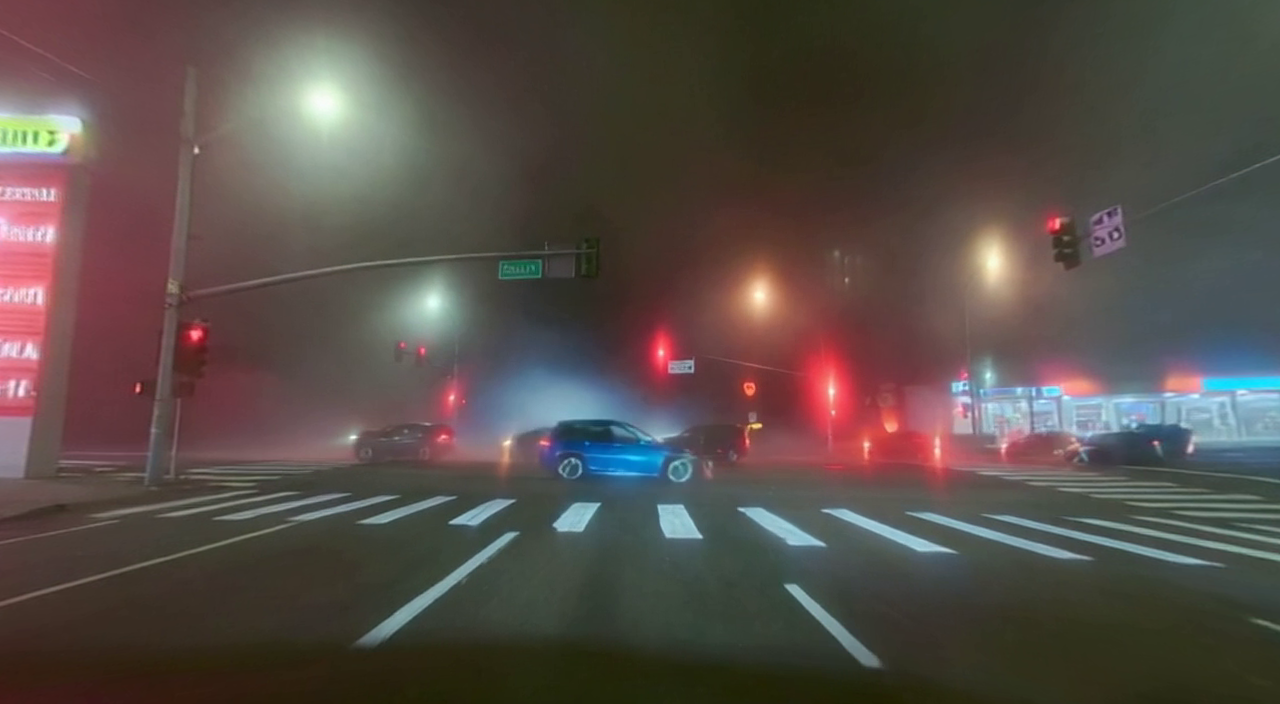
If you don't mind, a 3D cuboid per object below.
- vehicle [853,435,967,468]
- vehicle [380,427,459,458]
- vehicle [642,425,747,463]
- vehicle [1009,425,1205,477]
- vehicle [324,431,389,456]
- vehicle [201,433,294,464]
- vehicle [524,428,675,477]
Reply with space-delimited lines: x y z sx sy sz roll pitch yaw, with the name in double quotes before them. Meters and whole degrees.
"vehicle" 13.090 4.851 30.790 4.792 1.467 1.831 -6 -10 32
"vehicle" -13.046 5.363 37.313 4.311 1.742 1.864 -4 -10 26
"vehicle" 2.522 4.346 29.679 4.562 1.676 1.819 -4 -10 26
"vehicle" 14.757 3.179 20.378 4.681 1.495 2.096 -4 -10 26
"vehicle" -20.373 6.612 45.373 4.433 1.717 1.839 -5 -10 27
"vehicle" -19.811 4.875 31.857 4.670 1.458 1.959 -5 -10 31
"vehicle" -1.406 3.357 21.195 4.806 1.482 1.862 -5 -10 29
